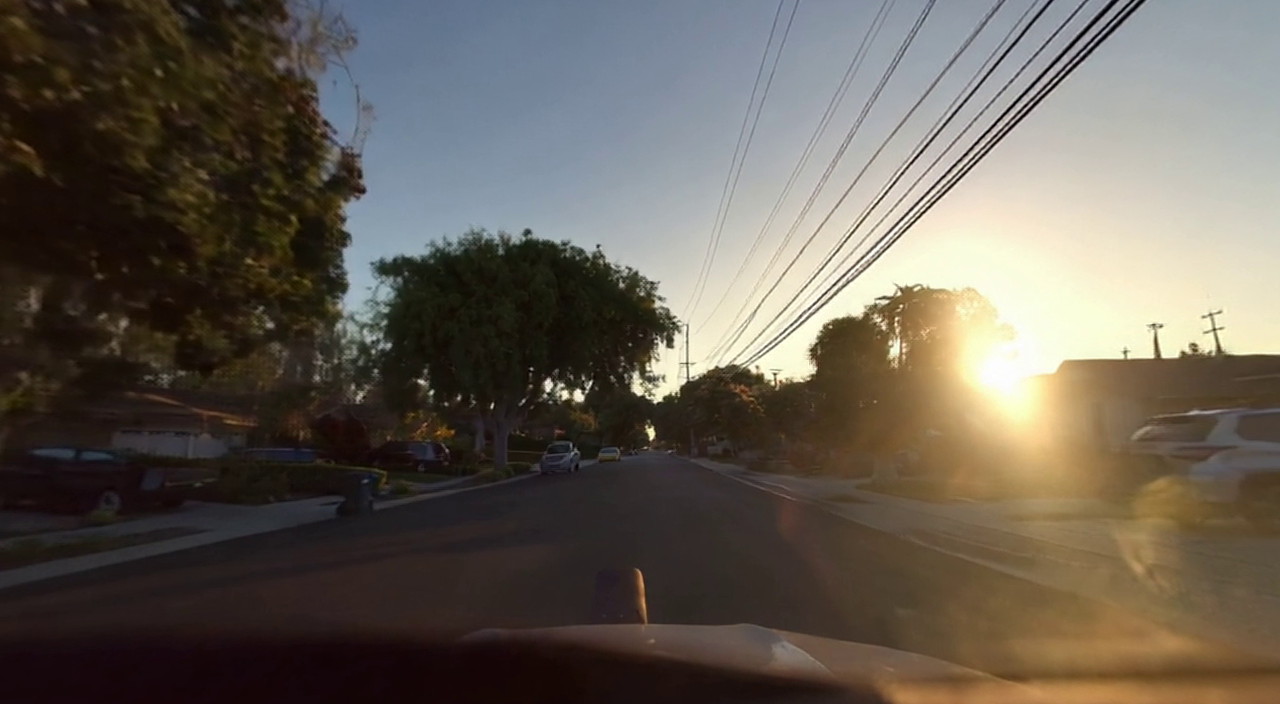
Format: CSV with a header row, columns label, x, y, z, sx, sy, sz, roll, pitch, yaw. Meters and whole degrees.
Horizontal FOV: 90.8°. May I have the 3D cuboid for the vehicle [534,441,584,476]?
label,x,y,z,sx,sy,sz,roll,pitch,yaw
vehicle,-5.558,7.477,44.358,2.739,2.164,6.065,-2,-10,-1

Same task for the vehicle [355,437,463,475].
label,x,y,z,sx,sy,sz,roll,pitch,yaw
vehicle,-12.547,5.698,34.609,5.033,1.997,2.126,0,-9,0

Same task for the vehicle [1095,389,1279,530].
label,x,y,z,sx,sy,sz,roll,pitch,yaw
vehicle,10.676,1.591,9.569,5.693,1.886,2.235,0,-9,2
